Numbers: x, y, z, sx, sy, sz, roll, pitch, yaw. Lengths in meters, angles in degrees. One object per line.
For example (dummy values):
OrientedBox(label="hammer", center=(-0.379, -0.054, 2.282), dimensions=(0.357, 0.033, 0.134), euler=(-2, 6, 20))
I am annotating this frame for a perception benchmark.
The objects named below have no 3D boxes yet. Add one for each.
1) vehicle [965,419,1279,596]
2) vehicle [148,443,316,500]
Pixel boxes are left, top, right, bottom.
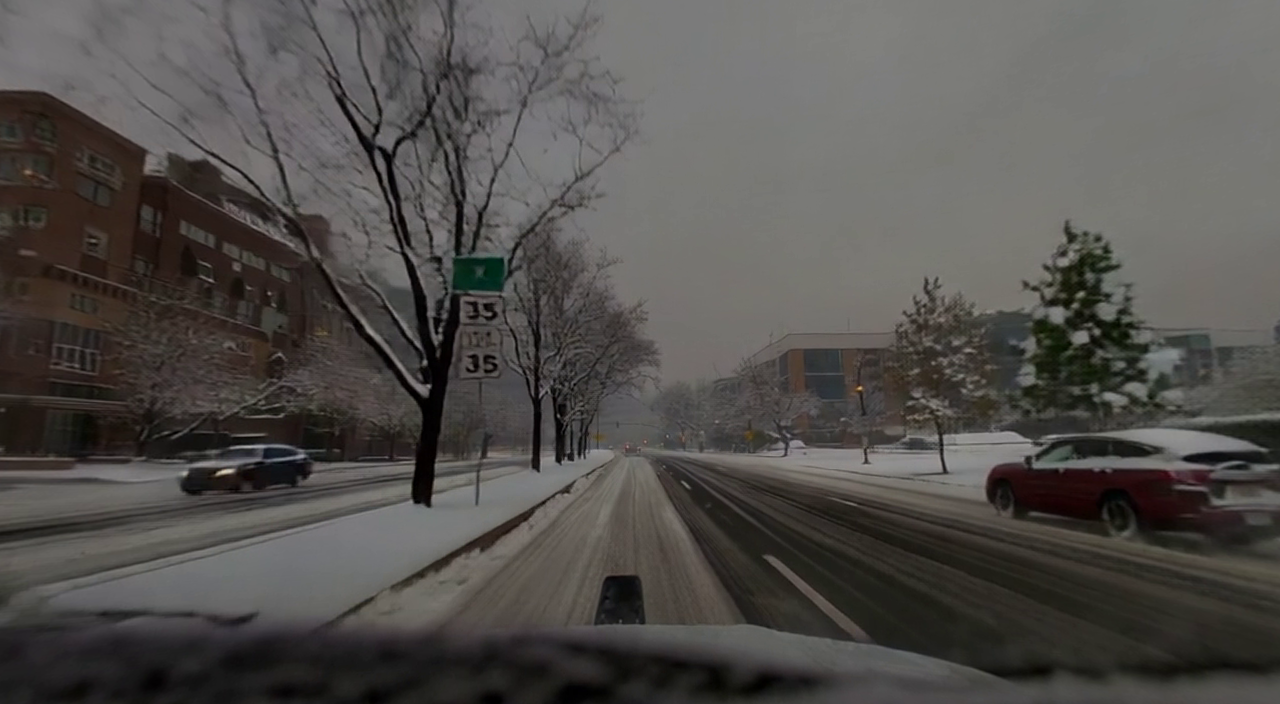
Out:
OrientedBox(label="vehicle", center=(6.562, 1.729, 8.026), dimensions=(2.088, 1.524, 5.085), euler=(0, -9, -1))
OrientedBox(label="vehicle", center=(-12.695, 3.707, 20.134), dimensions=(2.163, 1.576, 4.704), euler=(0, -9, 0))
